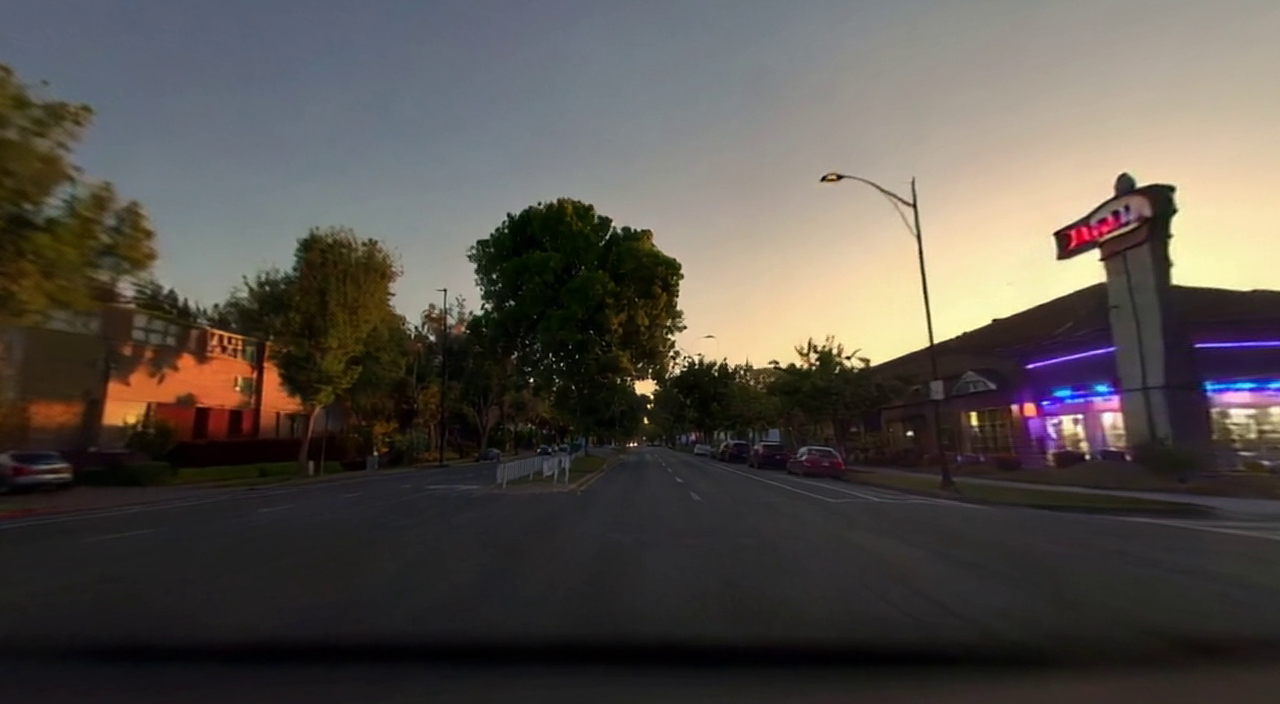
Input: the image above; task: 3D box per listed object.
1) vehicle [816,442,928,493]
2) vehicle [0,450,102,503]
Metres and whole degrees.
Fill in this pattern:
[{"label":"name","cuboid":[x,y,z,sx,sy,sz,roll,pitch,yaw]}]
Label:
[{"label":"vehicle","cuboid":[7.434,3.714,20.764,2.057,1.478,4.356,0,-9,1]},{"label":"vehicle","cuboid":[-20.457,3.975,20.322,4.193,1.583,2.006,1,-9,-10]}]
